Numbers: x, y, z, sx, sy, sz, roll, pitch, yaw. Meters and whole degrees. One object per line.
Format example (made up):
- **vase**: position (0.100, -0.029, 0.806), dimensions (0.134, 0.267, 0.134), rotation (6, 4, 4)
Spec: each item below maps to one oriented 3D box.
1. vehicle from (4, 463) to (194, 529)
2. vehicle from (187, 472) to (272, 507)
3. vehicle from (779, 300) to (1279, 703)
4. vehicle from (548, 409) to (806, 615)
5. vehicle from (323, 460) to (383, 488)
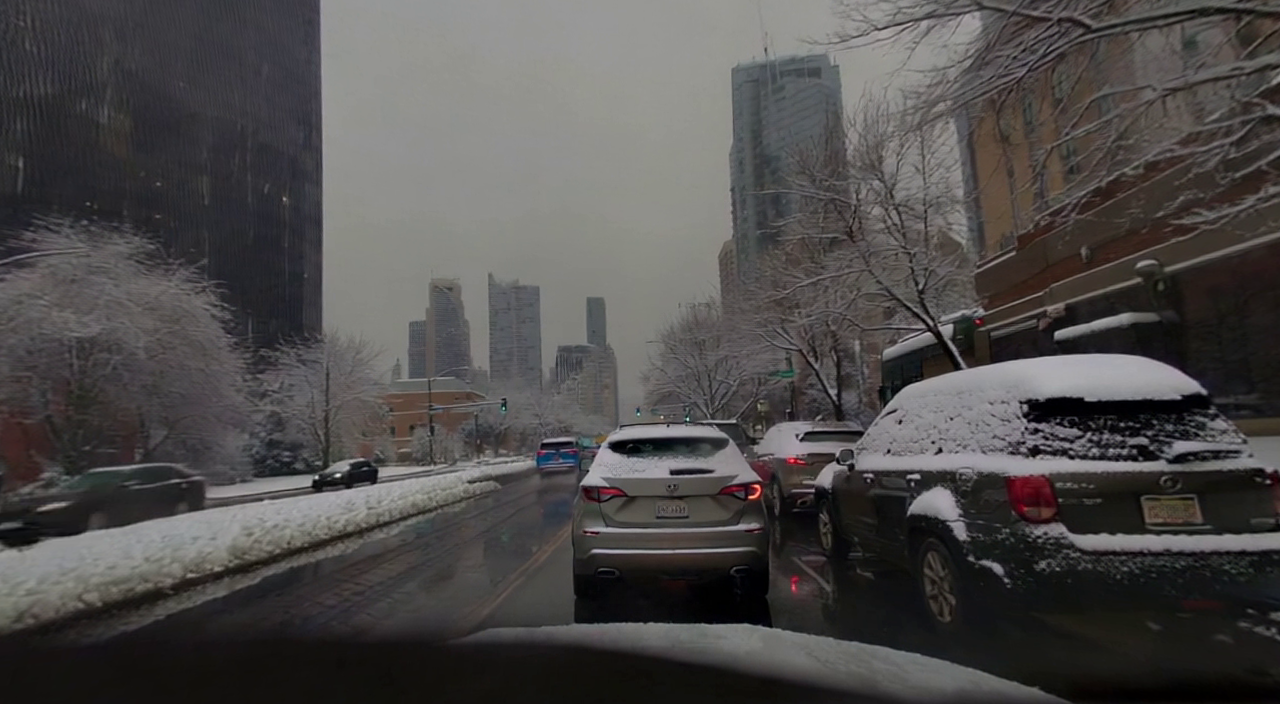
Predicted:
- **vehicle**: position (-16.298, 4.315, 19.369), dimensions (2.105, 1.676, 4.099), rotation (0, -9, 1)
- **vehicle**: position (-22.648, 7.570, 35.006), dimensions (1.854, 1.419, 4.318), rotation (-7, -8, 0)
- **vehicle**: position (2.741, 1.062, 4.918), dimensions (2.117, 1.855, 4.794), rotation (0, -9, -1)
- **vehicle**: position (0.234, 1.540, 6.869), dimensions (2.045, 1.608, 3.573), rotation (0, -9, -2)
- **vehicle**: position (-19.331, 8.209, 42.689), dimensions (2.068, 1.729, 4.135), rotation (0, -9, 0)
